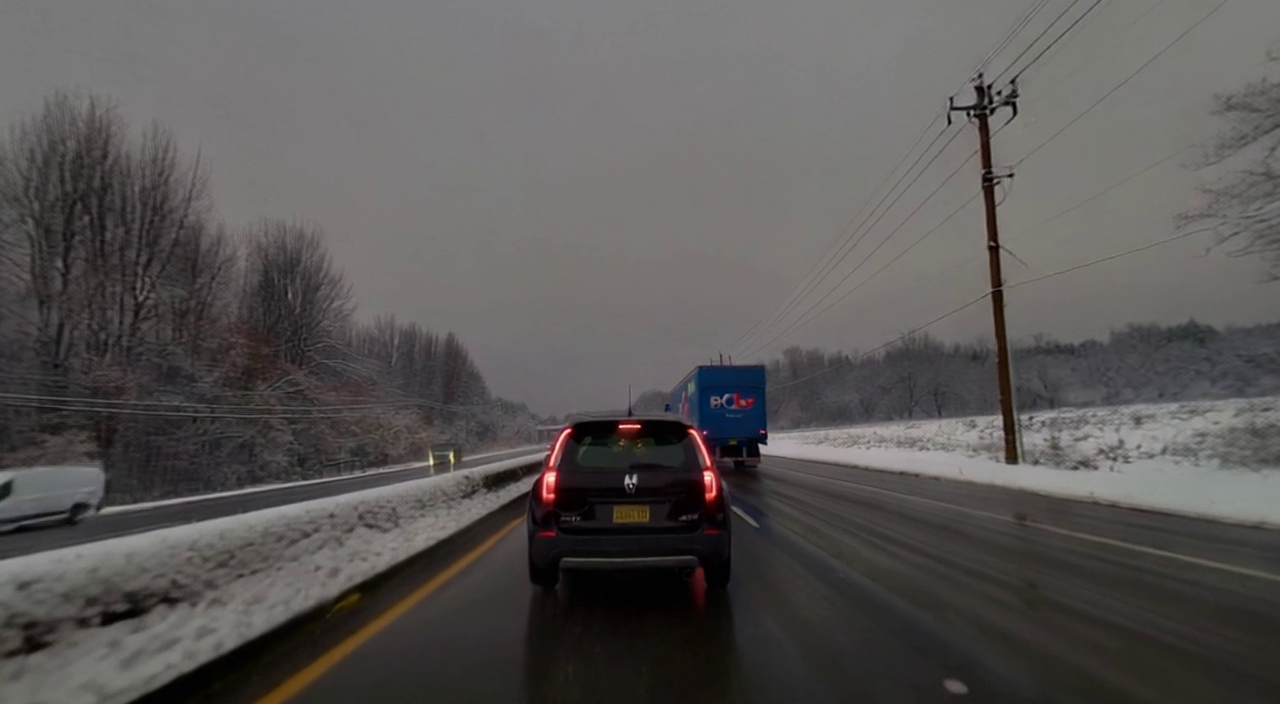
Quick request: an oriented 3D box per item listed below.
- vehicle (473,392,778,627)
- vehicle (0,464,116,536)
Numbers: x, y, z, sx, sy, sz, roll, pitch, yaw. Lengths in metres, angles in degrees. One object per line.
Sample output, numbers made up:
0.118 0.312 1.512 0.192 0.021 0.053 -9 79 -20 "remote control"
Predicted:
-0.138 1.332 6.288 2.062 1.581 3.914 0 -8 -1 "vehicle"
-20.071 4.728 20.445 2.081 1.900 4.823 0 -8 -4 "vehicle"
